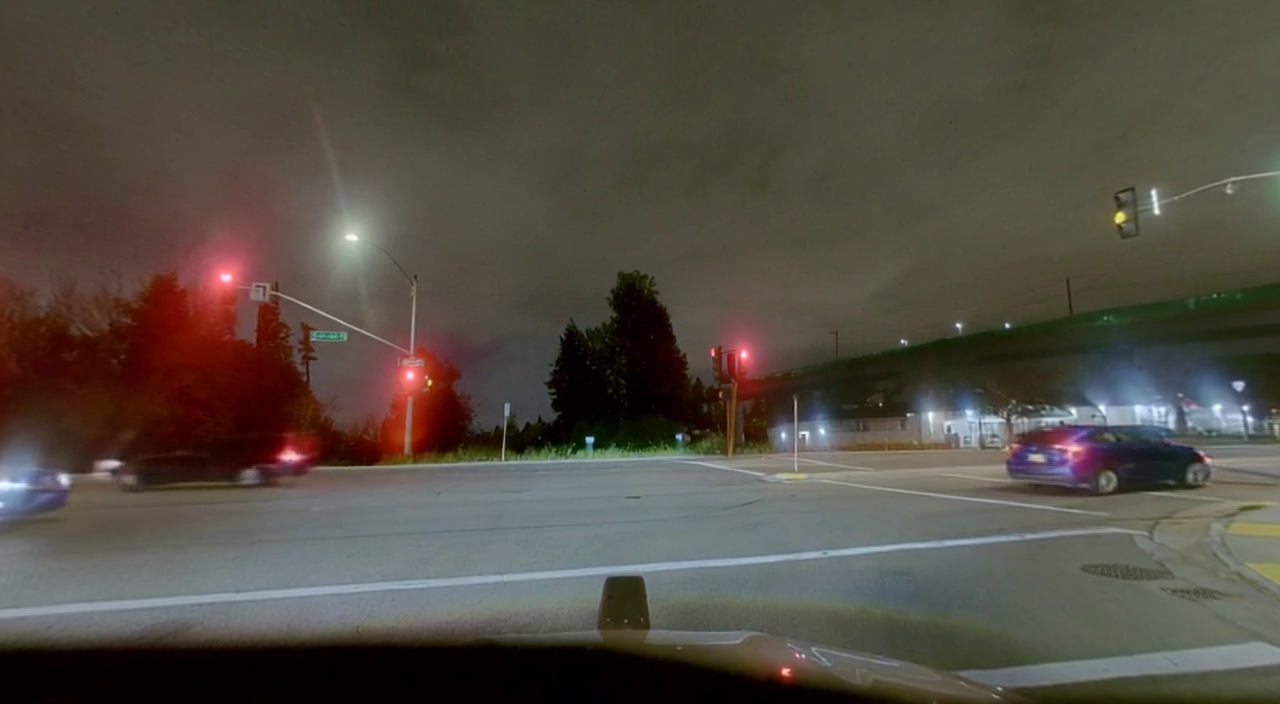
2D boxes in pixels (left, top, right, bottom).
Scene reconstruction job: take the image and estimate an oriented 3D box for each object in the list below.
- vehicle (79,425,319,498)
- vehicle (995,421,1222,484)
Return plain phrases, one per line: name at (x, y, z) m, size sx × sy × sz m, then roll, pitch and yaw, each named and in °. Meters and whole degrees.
vehicle at (-11.960, 2.995, 17.567) m, size 4.966 × 1.806 × 2.007 m, roll 2°, pitch -9°, yaw -16°
vehicle at (11.747, 2.505, 15.899) m, size 4.757 × 1.442 × 1.858 m, roll 2°, pitch -9°, yaw -14°
